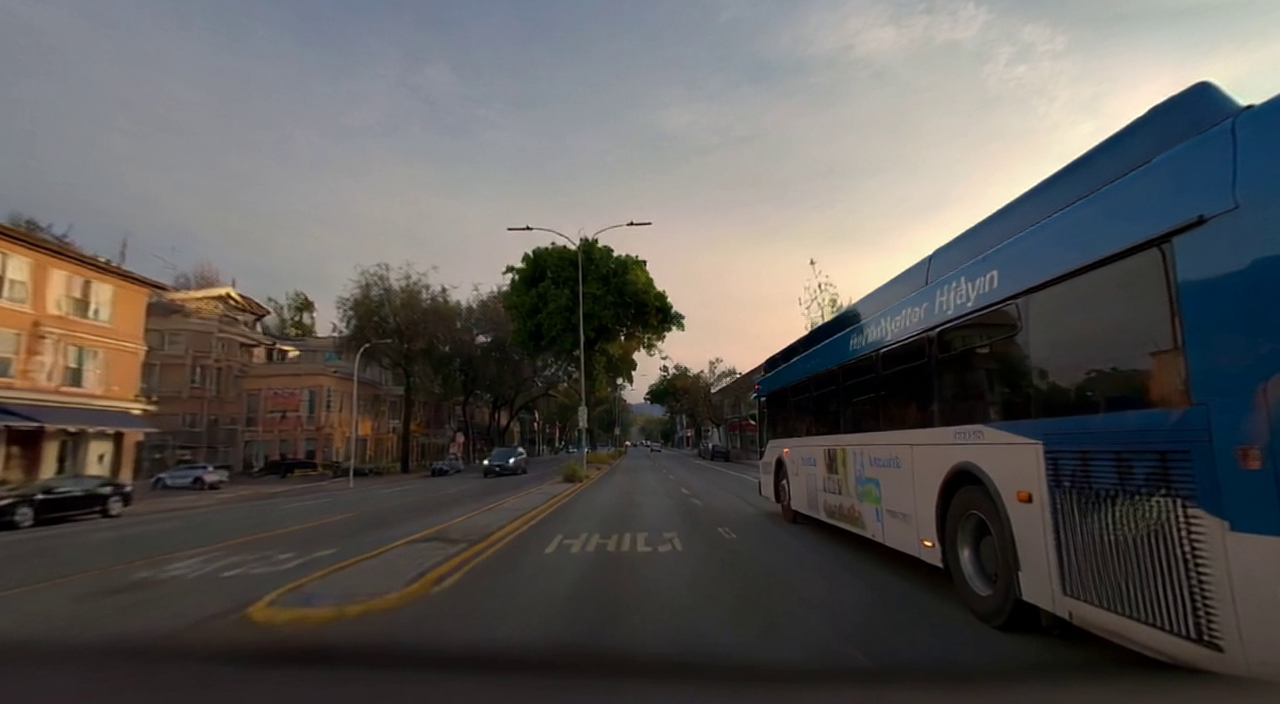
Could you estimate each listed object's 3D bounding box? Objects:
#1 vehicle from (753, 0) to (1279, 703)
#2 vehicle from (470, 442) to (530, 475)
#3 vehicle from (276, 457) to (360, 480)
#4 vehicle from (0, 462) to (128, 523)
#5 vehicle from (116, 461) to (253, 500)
[{"bbox_3d":[3.980,0.548,6.304,3.194,3.345,12.428,0,-8,-1],"label":"vehicle"},{"bbox_3d":[-8.462,6.478,38.870,2.315,1.841,5.648,0,-8,1],"label":"vehicle"},{"bbox_3d":[-21.966,7.963,43.246,4.708,1.488,1.868,0,-8,-1],"label":"vehicle"},{"bbox_3d":[-18.265,4.153,18.878,4.192,1.606,1.922,0,-8,0],"label":"vehicle"},{"bbox_3d":[-19.507,5.488,27.186,4.409,1.508,1.803,0,-8,-3],"label":"vehicle"}]
